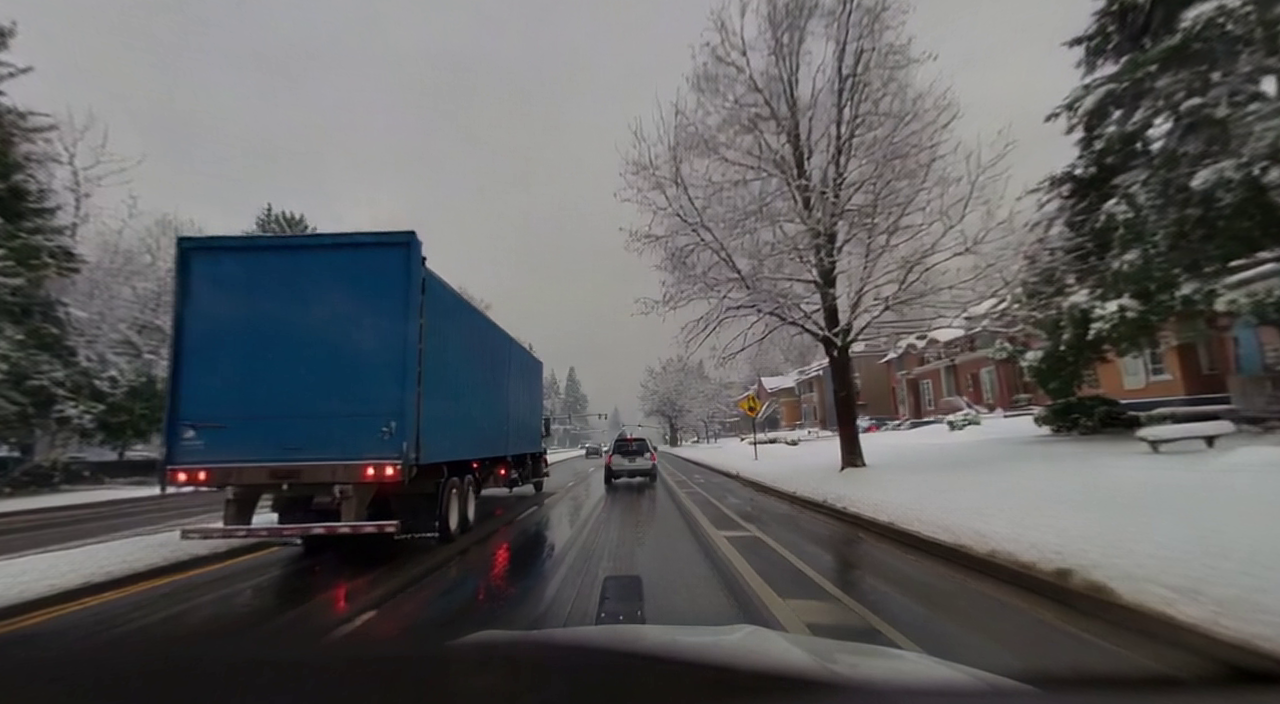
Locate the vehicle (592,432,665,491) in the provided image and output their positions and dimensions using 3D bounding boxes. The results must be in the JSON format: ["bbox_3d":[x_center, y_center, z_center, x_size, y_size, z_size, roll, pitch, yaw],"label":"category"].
[{"bbox_3d":[-0.363,3.440,20.115,2.094,1.682,3.866,0,-9,-1],"label":"vehicle"}]

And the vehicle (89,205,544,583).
[{"bbox_3d":[-4.022,1.123,11.689,2.996,3.902,10.410,0,-9,-1],"label":"vehicle"}]
